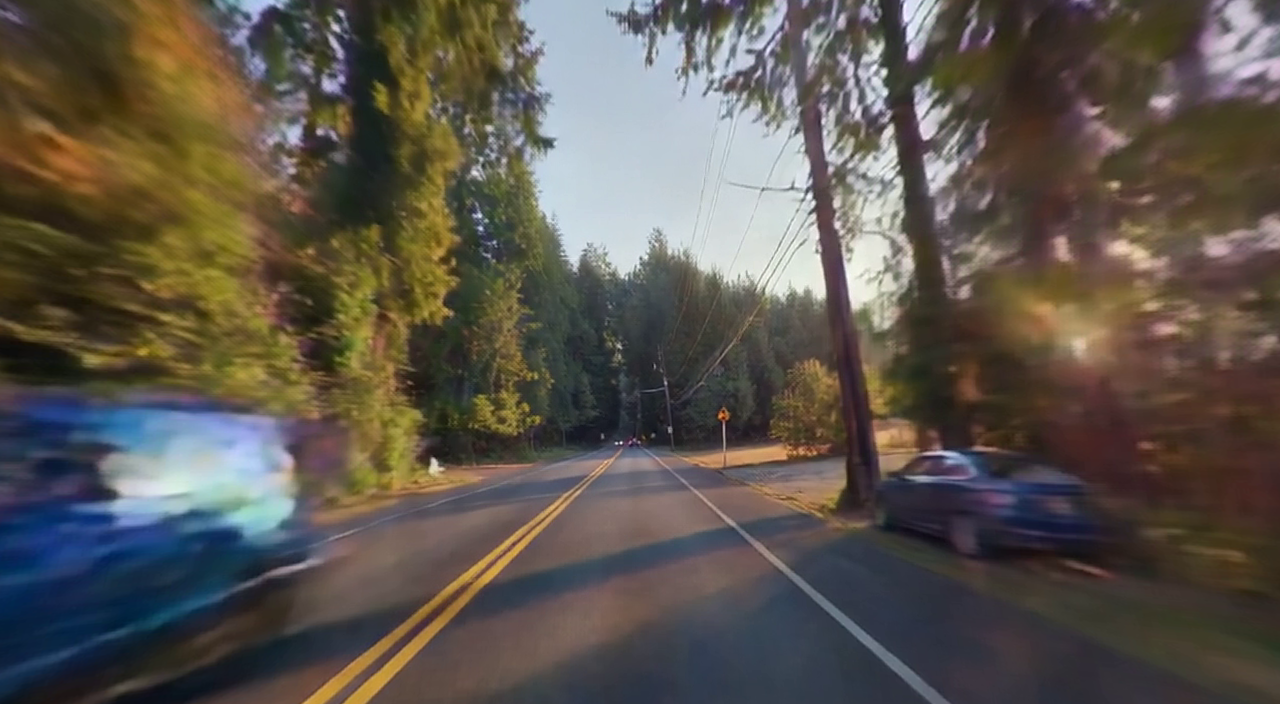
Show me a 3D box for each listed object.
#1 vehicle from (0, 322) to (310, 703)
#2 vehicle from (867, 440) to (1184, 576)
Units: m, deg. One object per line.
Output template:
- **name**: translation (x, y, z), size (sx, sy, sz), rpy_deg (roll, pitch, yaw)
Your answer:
- **vehicle**: translation (-3.231, 0.733, 1.957), size (2.023, 1.722, 4.372), rpy_deg (0, -8, 0)
- **vehicle**: translation (5.036, 2.047, 9.162), size (1.905, 1.482, 4.240), rpy_deg (0, -9, 0)
